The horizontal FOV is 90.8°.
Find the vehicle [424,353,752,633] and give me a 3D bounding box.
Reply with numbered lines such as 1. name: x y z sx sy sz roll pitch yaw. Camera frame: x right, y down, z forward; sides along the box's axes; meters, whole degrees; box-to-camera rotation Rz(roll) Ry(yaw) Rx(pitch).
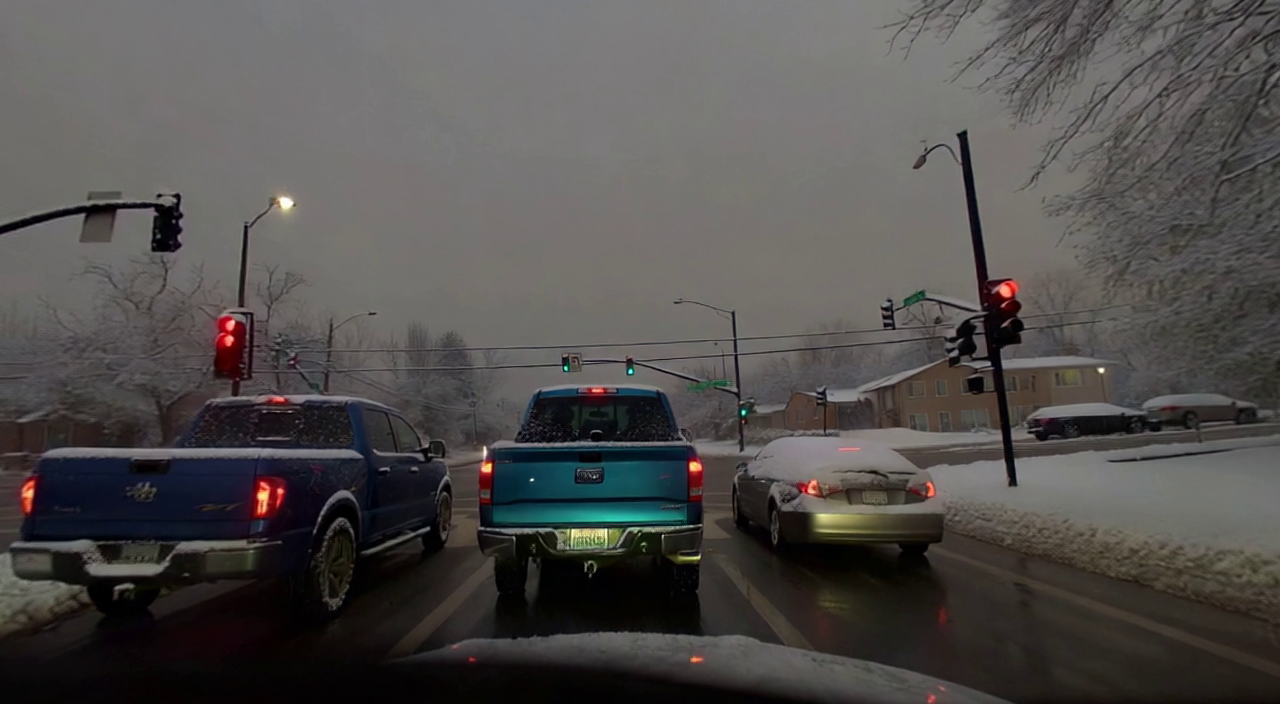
1. vehicle: -0.395 1.309 6.733 2.282 1.964 4.421 0 -9 -1

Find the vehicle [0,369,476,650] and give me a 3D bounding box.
1. vehicle: -3.458 1.408 6.784 2.146 1.828 5.148 0 -9 -2

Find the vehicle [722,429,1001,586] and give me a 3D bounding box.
1. vehicle: 2.411 1.819 8.286 2.016 1.481 4.336 0 -9 -1

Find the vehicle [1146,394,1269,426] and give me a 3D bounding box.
1. vehicle: 29.267 3.034 32.688 4.540 1.543 1.803 0 -9 1

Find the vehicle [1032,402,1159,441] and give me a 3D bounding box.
1. vehicle: 23.297 3.603 32.472 4.721 1.866 2.188 0 -9 2
